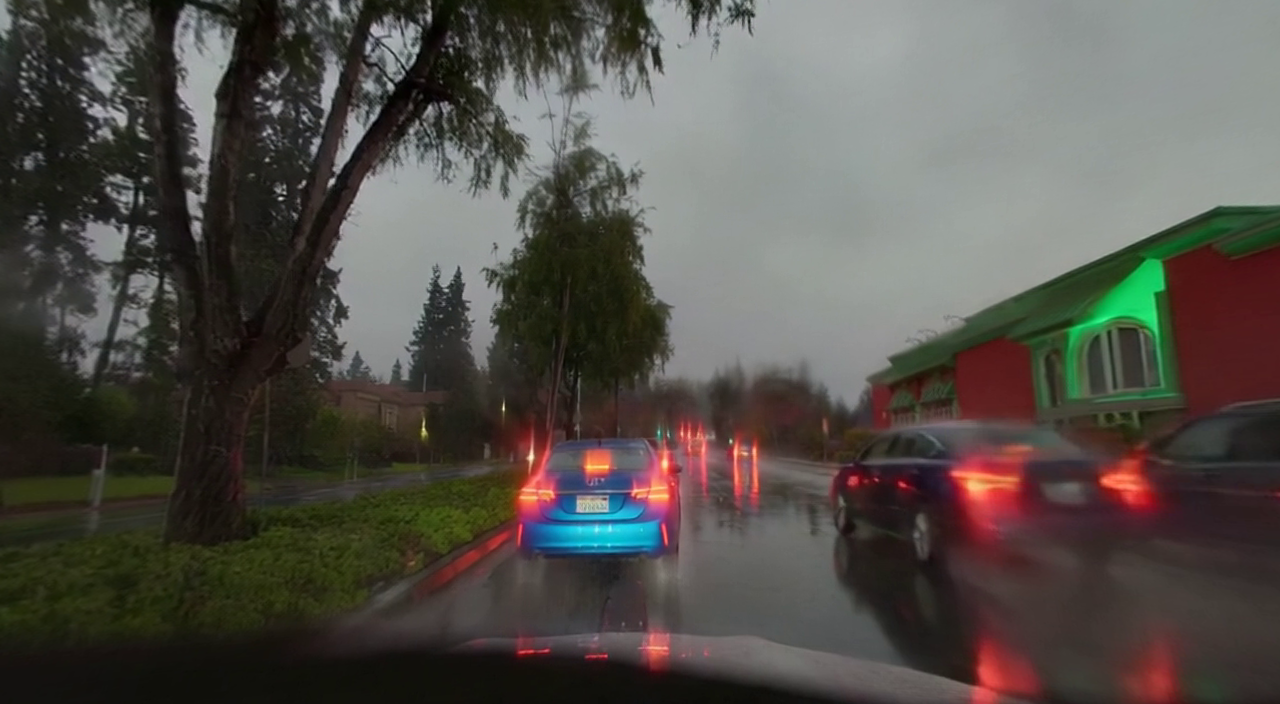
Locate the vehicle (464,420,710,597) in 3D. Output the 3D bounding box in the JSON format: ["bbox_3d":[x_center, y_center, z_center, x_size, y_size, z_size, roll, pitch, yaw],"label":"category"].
[{"bbox_3d":[-0.475,1.643,7.471,2.111,1.506,4.018,0,-8,-1],"label":"vehicle"}]

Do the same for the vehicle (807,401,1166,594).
[{"bbox_3d":[3.561,1.566,7.597,1.946,1.648,4.230,0,-8,1],"label":"vehicle"}]

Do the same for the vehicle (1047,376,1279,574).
[{"bbox_3d":[7.205,1.264,6.584,2.253,1.854,5.409,0,-8,0],"label":"vehicle"}]

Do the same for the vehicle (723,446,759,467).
[{"bbox_3d":[7.292,7.567,45.575,1.909,1.380,3.905,0,-8,0],"label":"vehicle"}]
